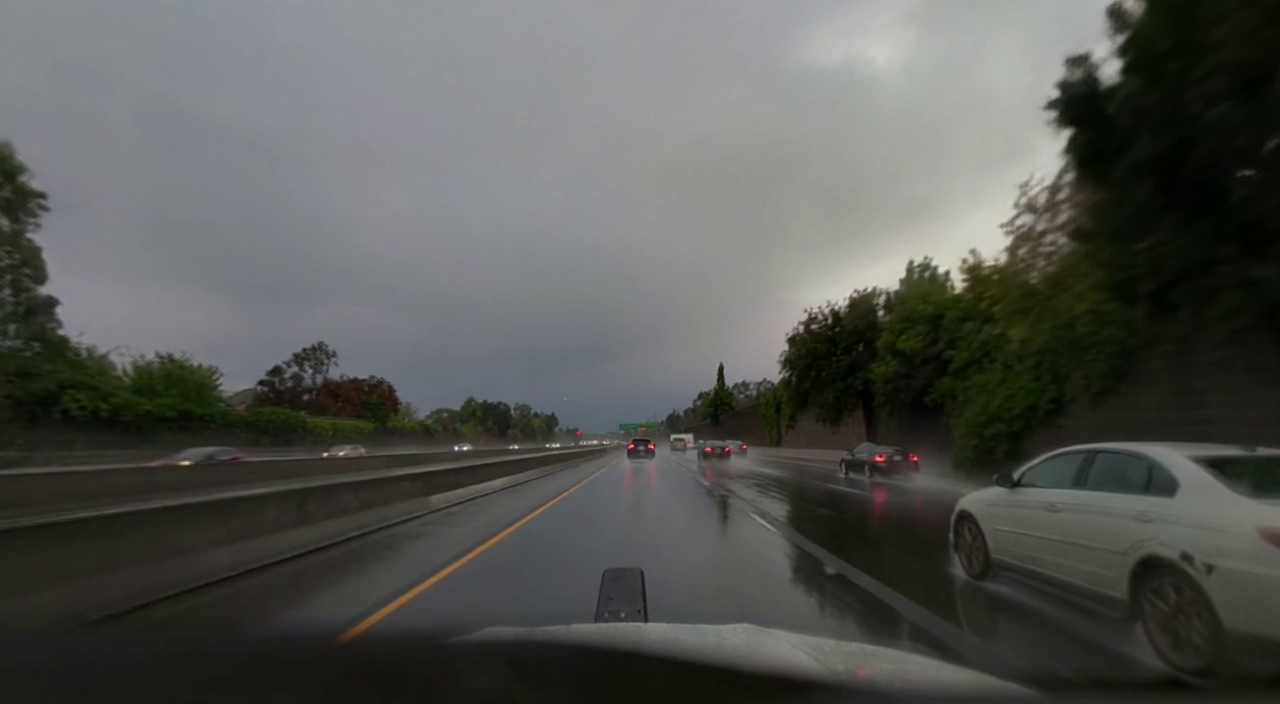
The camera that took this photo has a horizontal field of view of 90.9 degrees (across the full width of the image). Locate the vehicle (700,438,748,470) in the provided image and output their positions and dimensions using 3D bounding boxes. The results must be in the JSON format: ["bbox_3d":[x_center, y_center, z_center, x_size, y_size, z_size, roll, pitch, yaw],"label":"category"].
[{"bbox_3d":[4.180,5.130,31.917,1.825,1.487,4.034,0,-8,-1],"label":"vehicle"}]

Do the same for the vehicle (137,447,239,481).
[{"bbox_3d":[-23.509,5.808,33.047,1.910,1.615,4.586,0,-8,0],"label":"vehicle"}]

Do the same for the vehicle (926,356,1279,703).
[{"bbox_3d":[3.722,1.005,3.728,2.003,1.661,4.418,-1,-8,1],"label":"vehicle"}]

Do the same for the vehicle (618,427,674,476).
[{"bbox_3d":[0.207,4.197,26.787,2.189,1.852,4.038,0,-8,0],"label":"vehicle"}]

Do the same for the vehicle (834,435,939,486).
[{"bbox_3d":[8.084,3.584,21.137,1.810,1.516,4.183,0,-8,0],"label":"vehicle"}]
